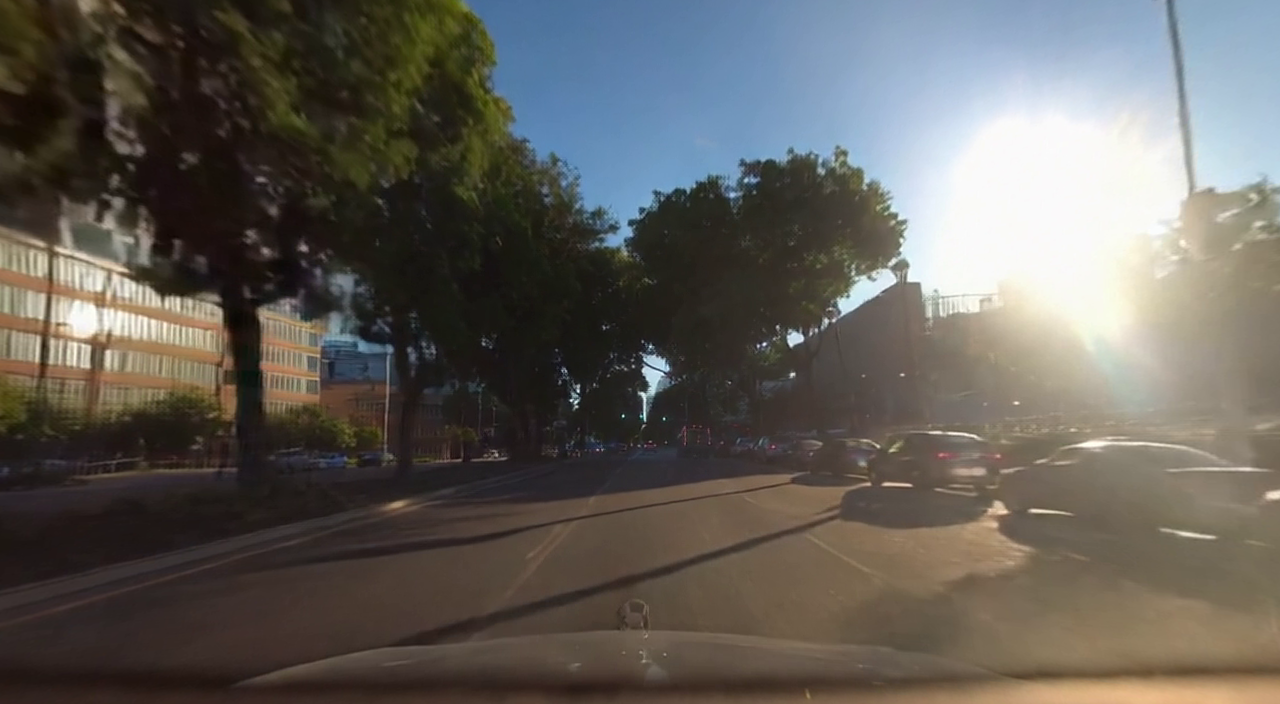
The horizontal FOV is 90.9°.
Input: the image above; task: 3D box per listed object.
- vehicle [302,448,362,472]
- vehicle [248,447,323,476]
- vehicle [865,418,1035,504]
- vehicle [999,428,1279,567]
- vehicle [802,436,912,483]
[{"bbox_3d":[-21.621,7.545,44.503,1.909,1.495,4.786,-1,-8,0],"label":"vehicle"},{"bbox_3d":[-21.779,6.704,38.986,1.968,1.615,4.591,0,-8,1],"label":"vehicle"},{"bbox_3d":[7.491,2.677,15.915,1.908,1.833,4.711,0,-8,1],"label":"vehicle"},{"bbox_3d":[7.537,1.907,9.187,1.834,1.494,4.633,0,-8,0],"label":"vehicle"},{"bbox_3d":[7.507,3.757,22.466,2.196,1.471,4.999,0,-8,0],"label":"vehicle"}]
